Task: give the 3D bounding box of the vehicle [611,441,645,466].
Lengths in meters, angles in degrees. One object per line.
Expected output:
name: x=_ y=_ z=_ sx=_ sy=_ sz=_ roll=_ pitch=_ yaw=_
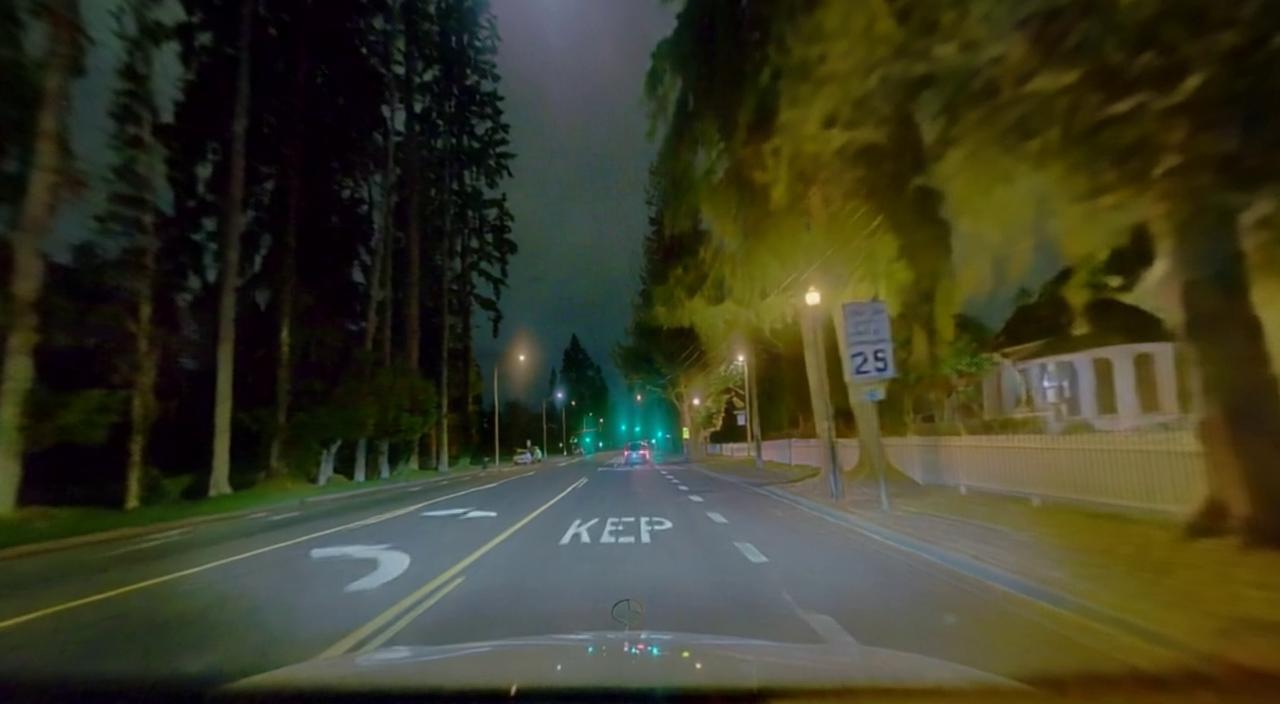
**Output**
vehicle: x=-0.772 y=6.574 z=41.099 sx=2.104 sy=1.500 sz=3.815 roll=0 pitch=-8 yaw=-1
